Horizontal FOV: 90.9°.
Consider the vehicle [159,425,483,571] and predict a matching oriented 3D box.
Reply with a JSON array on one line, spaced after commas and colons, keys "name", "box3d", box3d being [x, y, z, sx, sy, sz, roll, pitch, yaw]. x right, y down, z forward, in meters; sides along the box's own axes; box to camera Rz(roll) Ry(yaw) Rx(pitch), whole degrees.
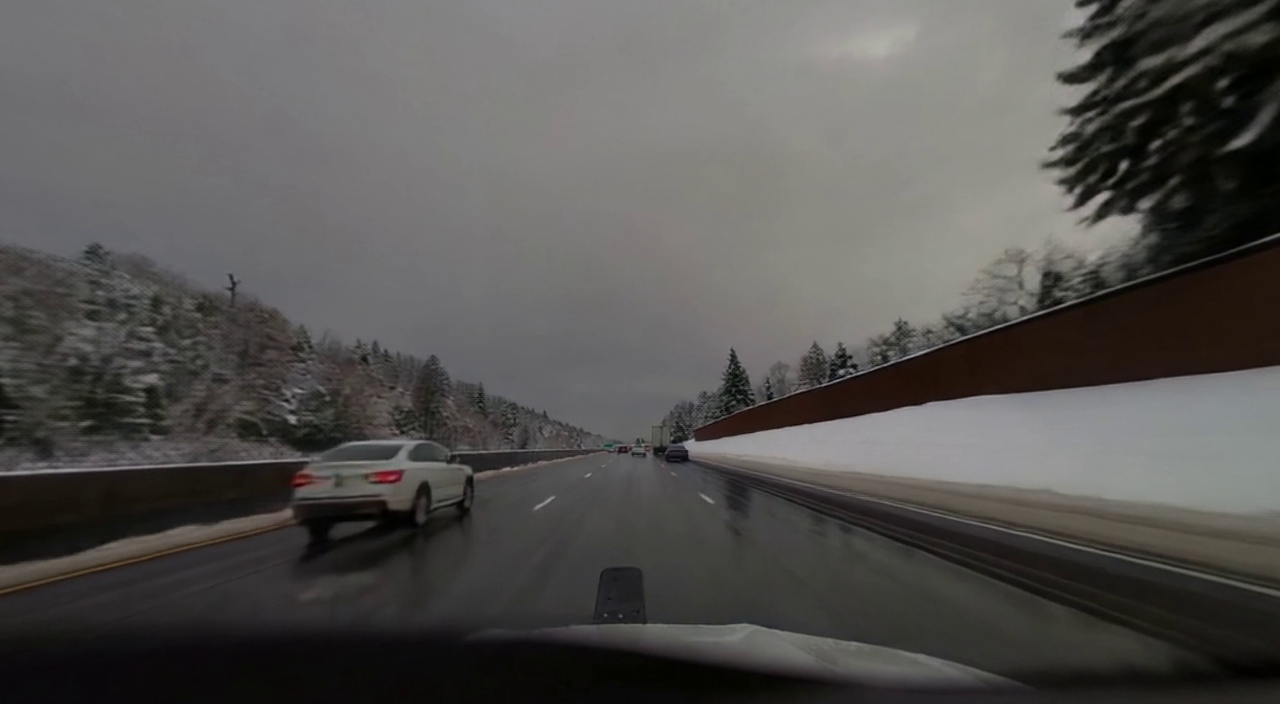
[{"name": "vehicle", "box3d": [-4.113, 1.978, 9.505, 2.129, 1.559, 5.272, 0, -9, 0]}]
